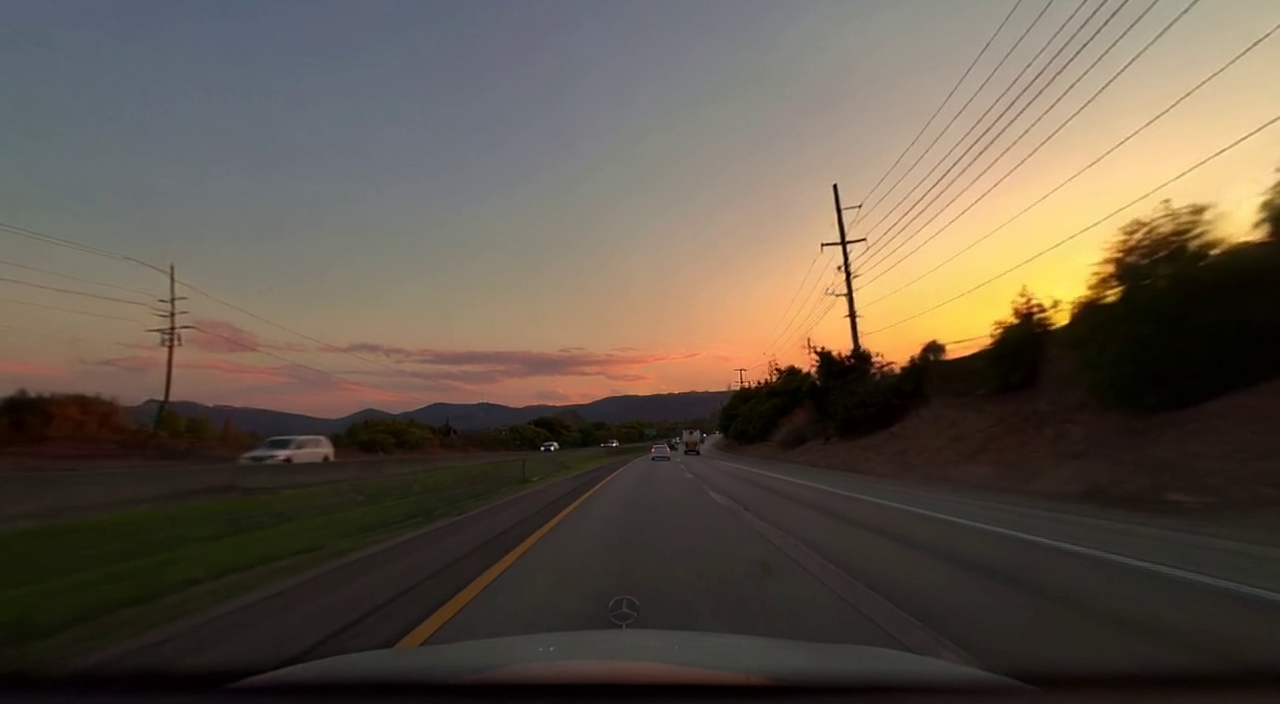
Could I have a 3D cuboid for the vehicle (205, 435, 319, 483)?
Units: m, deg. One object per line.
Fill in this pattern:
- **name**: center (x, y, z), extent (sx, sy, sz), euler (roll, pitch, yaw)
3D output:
- **vehicle**: center (-16.294, 4.634, 27.553), extent (2.097, 1.887, 4.477), euler (-1, -9, 1)
